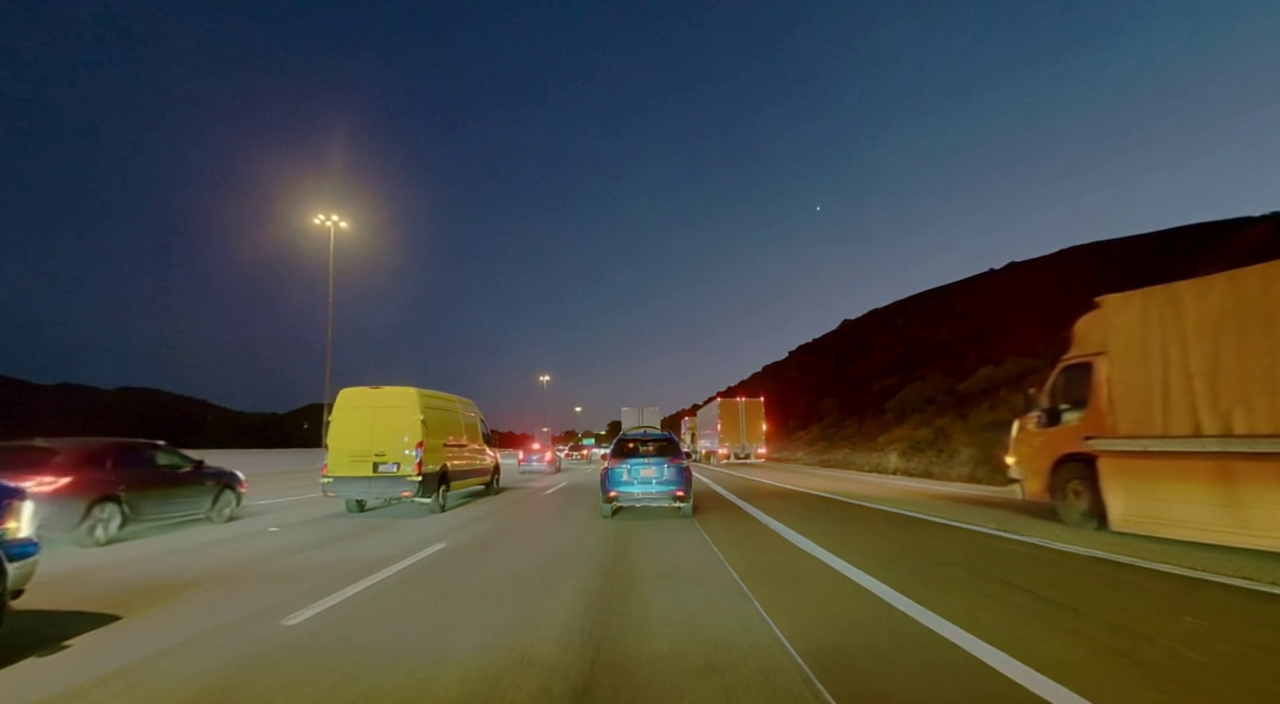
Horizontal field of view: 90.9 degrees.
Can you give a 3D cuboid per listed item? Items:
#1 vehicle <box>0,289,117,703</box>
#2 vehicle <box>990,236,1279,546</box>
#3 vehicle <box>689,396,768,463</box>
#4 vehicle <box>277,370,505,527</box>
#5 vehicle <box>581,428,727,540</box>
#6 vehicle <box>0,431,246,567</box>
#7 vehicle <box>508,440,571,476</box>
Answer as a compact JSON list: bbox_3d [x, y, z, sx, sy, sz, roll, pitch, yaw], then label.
[{"bbox_3d":[-4.295,0.430,1.015,2.195,2.086,5.445,0,-8,0],"label":"vehicle"},{"bbox_3d":[9.890,0.344,7.131,2.977,3.878,11.111,2,-9,-18],"label":"vehicle"},{"bbox_3d":[6.318,6.202,48.766,2.989,4.277,16.586,0,-8,-3],"label":"vehicle"},{"bbox_3d":[-4.655,1.980,13.158,2.300,2.522,5.701,0,-8,1],"label":"vehicle"},{"bbox_3d":[0.150,2.111,10.695,2.003,1.499,3.930,0,-8,-1],"label":"vehicle"},{"bbox_3d":[-7.889,1.845,8.533,1.968,1.459,4.737,-1,-8,2],"label":"vehicle"},{"bbox_3d":[-4.416,4.746,28.417,2.007,1.457,4.447,0,-8,1],"label":"vehicle"}]
